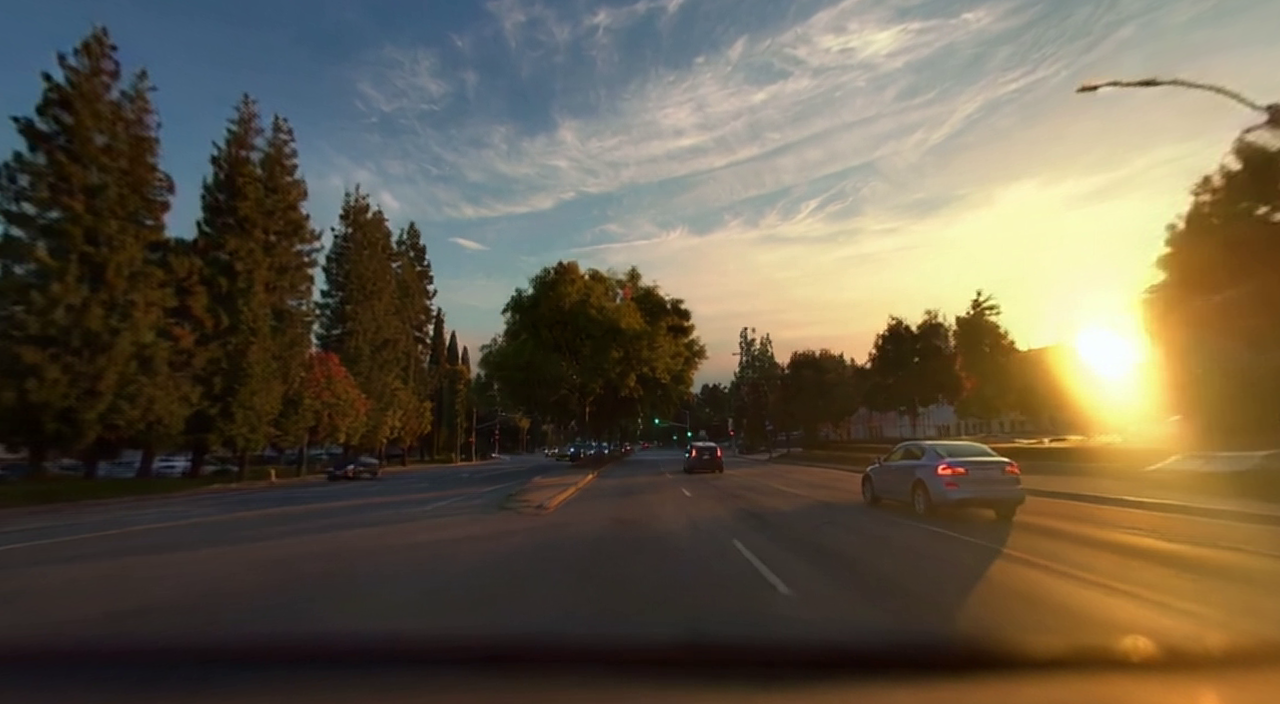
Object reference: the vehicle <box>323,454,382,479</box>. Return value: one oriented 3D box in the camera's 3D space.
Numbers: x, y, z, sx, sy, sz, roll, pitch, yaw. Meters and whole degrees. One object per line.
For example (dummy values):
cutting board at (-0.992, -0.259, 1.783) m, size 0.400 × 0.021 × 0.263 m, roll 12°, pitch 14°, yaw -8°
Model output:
vehicle at (-20.612, 8.230, 45.584) m, size 1.950 × 1.604 × 4.756 m, roll 0°, pitch -9°, yaw 1°

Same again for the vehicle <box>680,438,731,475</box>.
vehicle at (3.329, 5.470, 33.196) m, size 2.095 × 1.759 × 4.862 m, roll 0°, pitch -9°, yaw -1°

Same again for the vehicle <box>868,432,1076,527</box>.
vehicle at (6.553, 2.546, 13.162) m, size 2.000 × 1.618 × 4.238 m, roll 0°, pitch -9°, yaw 0°
